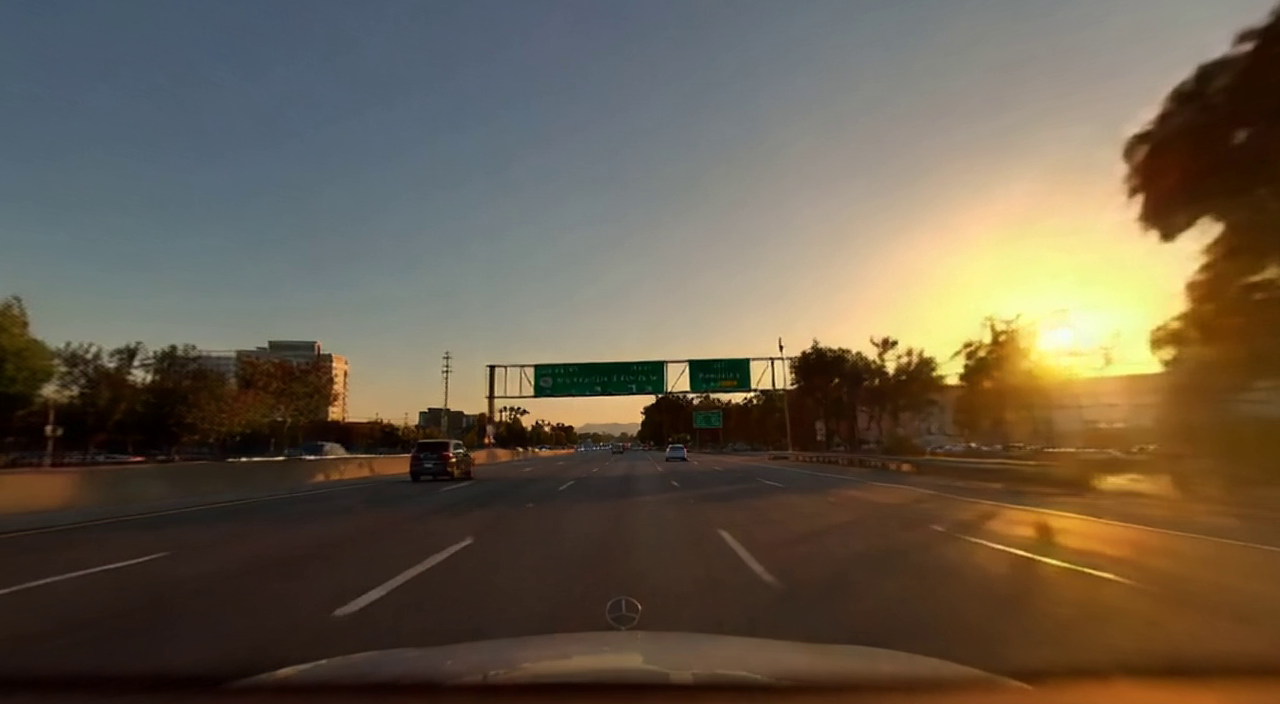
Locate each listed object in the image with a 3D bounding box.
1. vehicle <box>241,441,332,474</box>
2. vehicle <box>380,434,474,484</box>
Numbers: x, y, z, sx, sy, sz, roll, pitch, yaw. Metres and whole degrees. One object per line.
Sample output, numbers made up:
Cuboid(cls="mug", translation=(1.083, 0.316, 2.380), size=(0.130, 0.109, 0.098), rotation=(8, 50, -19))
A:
Cuboid(cls="vehicle", translation=(-17.929, 5.340, 32.306), size=(2.022, 1.536, 4.479), rotation=(0, -9, 0))
Cuboid(cls="vehicle", translation=(-8.009, 4.061, 24.233), size=(2.089, 1.724, 4.327), rotation=(0, -9, 0))
